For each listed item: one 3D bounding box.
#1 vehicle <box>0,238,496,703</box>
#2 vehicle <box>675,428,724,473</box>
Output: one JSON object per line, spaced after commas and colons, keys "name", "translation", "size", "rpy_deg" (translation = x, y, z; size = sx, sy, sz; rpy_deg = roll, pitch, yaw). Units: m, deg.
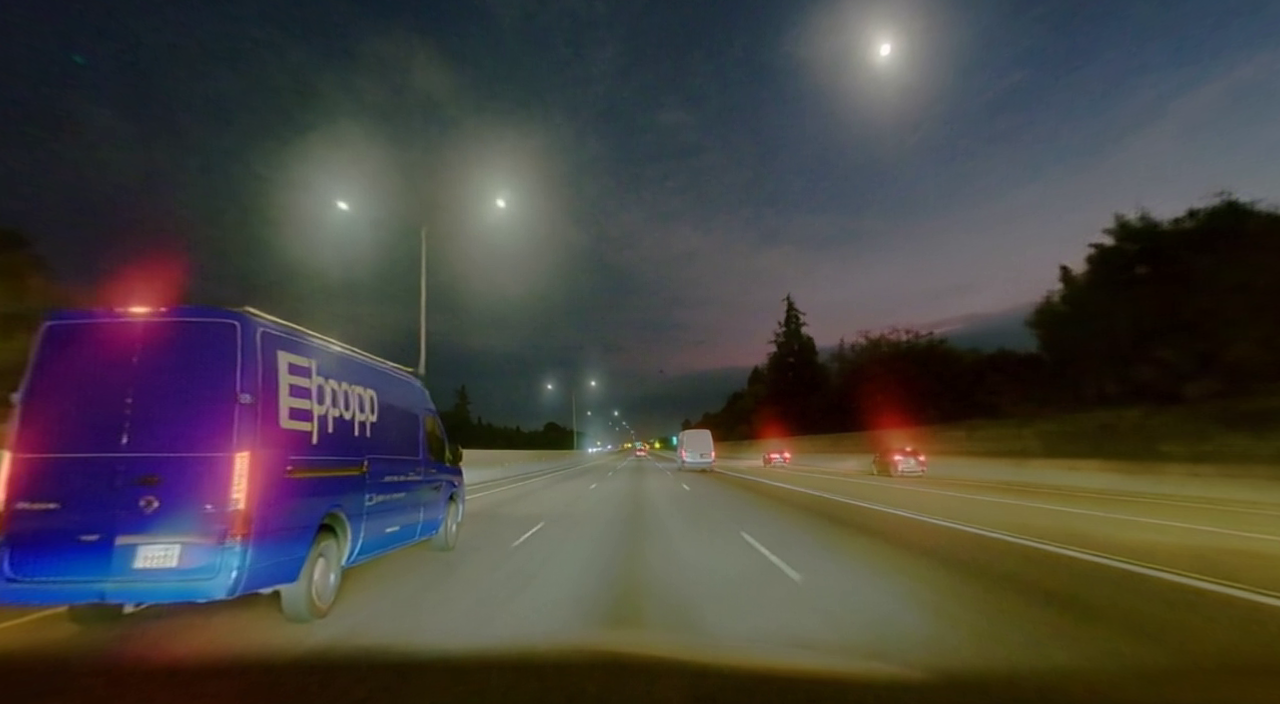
{"name": "vehicle", "translation": [-3.449, 1.096, 6.460], "size": [2.409, 2.523, 6.275], "rpy_deg": [0, -9, 0]}
{"name": "vehicle", "translation": [3.648, 6.245, 39.961], "size": [2.373, 2.561, 5.922], "rpy_deg": [0, -9, -1]}
